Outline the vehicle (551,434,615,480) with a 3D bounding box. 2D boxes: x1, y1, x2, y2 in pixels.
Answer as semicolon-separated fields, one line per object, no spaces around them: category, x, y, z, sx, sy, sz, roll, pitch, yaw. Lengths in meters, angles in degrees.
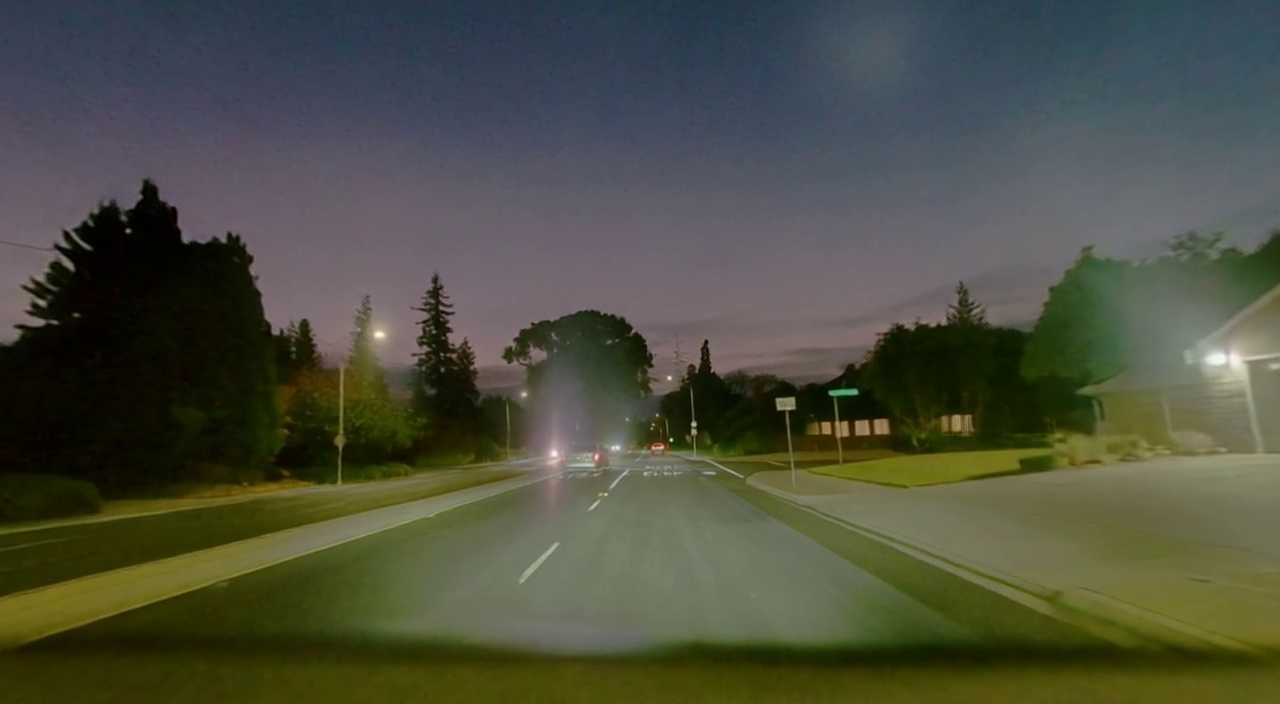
vehicle;-2.312;4.405;26.703;2.190;1.766;4.394;0;-8;2
